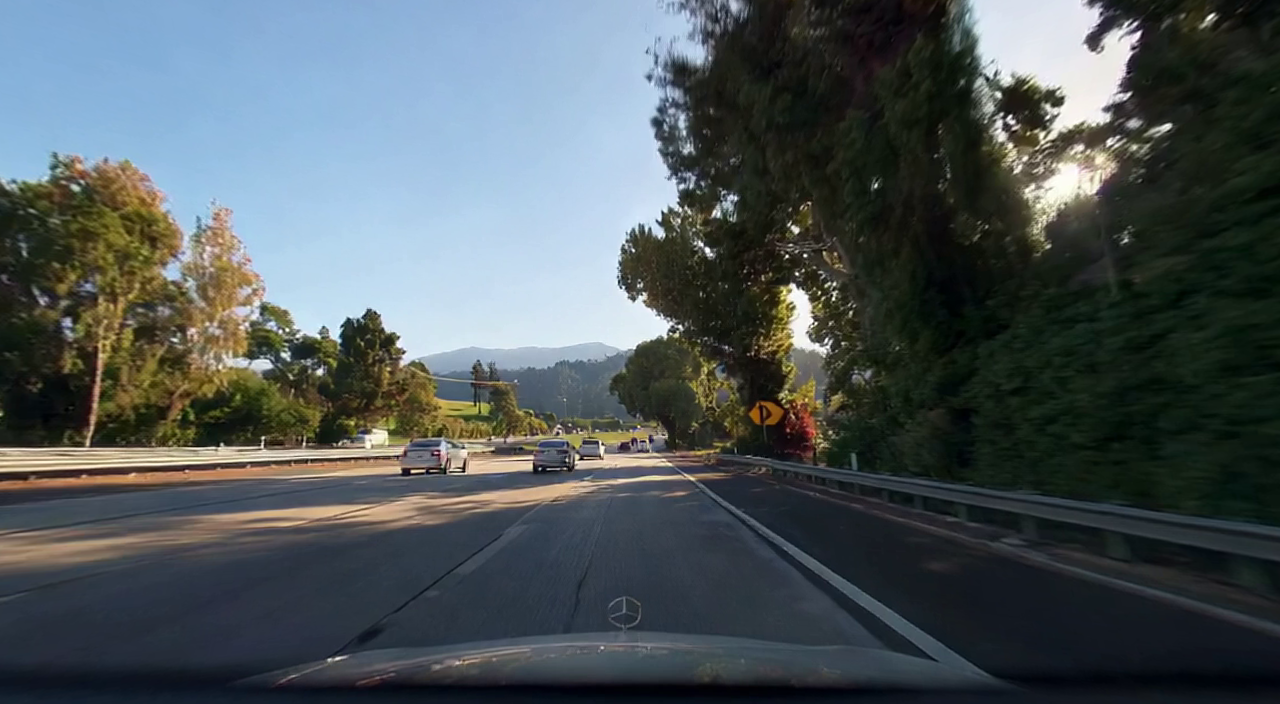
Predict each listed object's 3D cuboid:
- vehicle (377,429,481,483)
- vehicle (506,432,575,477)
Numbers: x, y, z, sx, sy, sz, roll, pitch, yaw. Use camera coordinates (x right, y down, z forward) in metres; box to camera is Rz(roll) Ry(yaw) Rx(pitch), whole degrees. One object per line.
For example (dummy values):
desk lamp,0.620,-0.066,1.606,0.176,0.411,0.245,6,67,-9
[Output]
vehicle,-7.377,3.698,22.571,2.108,1.686,4.556,0,-9,1
vehicle,-4.003,4.230,26.067,2.035,1.673,4.469,0,-9,1
